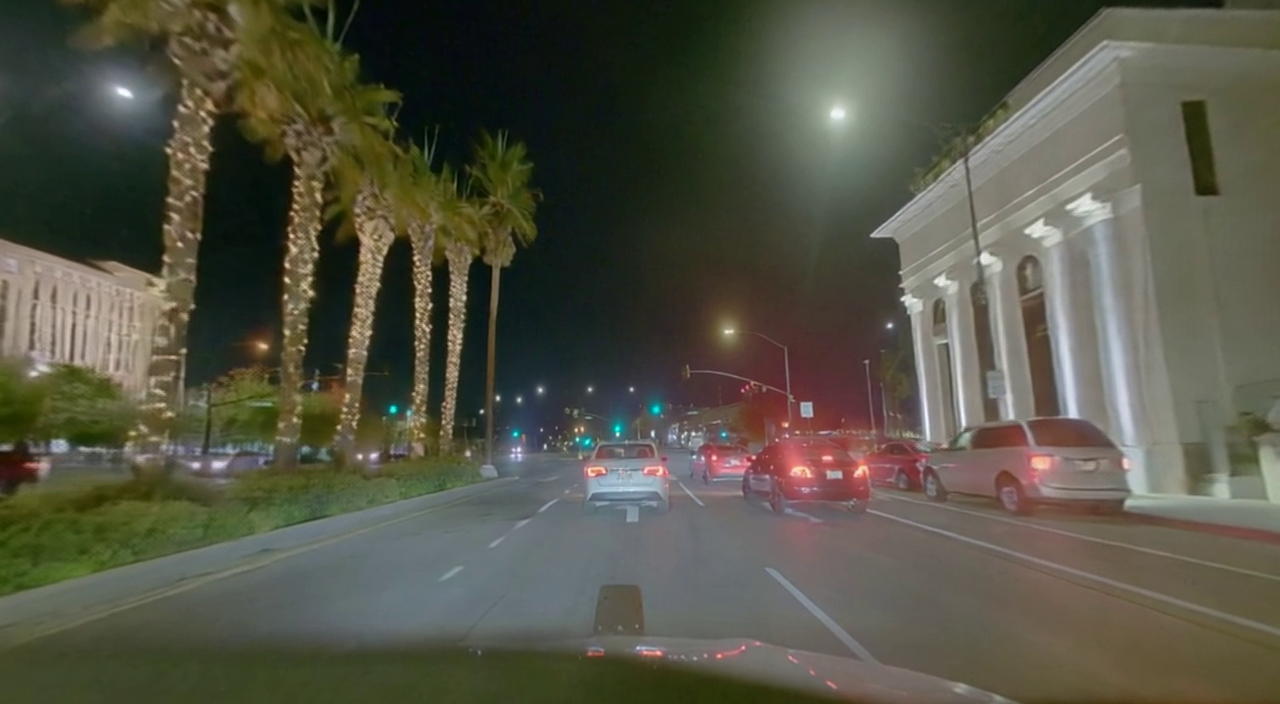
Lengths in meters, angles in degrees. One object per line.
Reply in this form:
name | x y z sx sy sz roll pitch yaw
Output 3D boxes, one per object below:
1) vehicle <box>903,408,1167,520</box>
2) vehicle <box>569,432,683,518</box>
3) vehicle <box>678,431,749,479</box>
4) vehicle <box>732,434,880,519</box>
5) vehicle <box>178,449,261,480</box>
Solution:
vehicle | 7.977 2.251 13.627 2.200 1.933 5.123 0 -7 -3
vehicle | -0.275 2.490 13.265 2.050 1.521 3.747 0 -8 -1
vehicle | 3.109 4.613 28.708 2.127 1.854 7.971 0 -8 -1
vehicle | 3.225 2.500 13.222 1.833 1.465 4.258 0 -8 -2
vehicle | -24.580 6.582 37.153 1.870 1.636 4.375 0 -8 0
